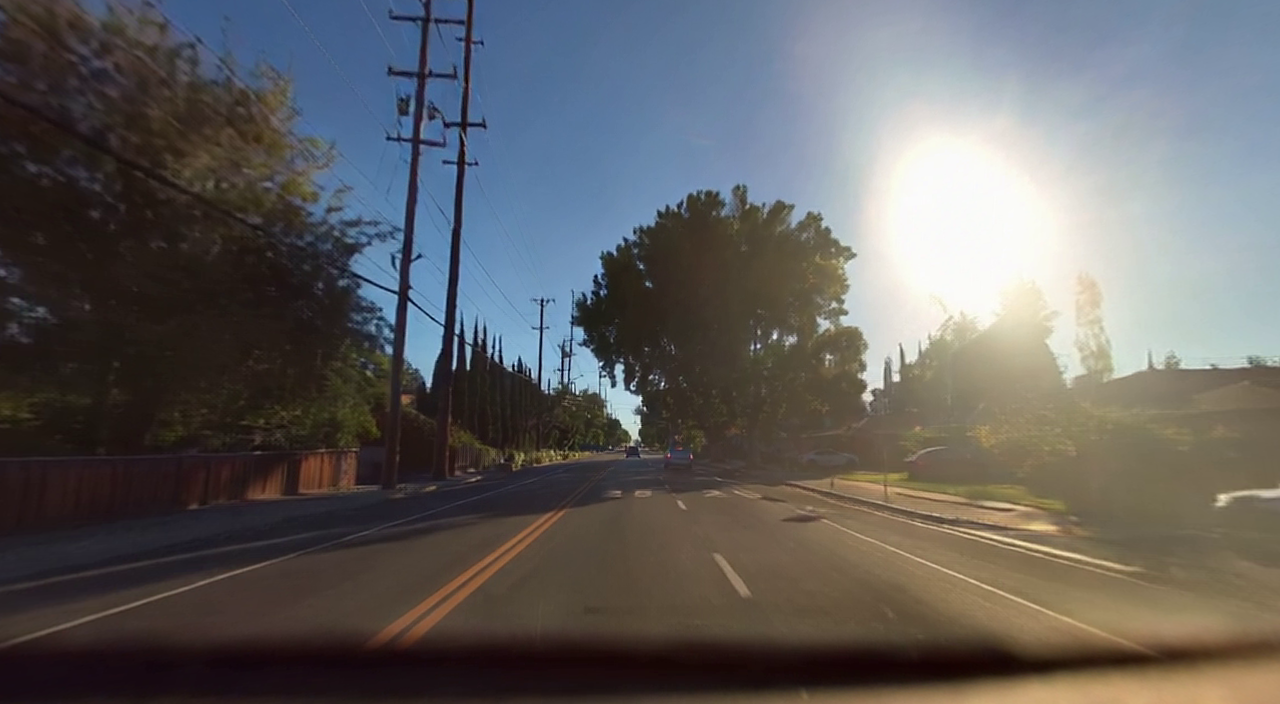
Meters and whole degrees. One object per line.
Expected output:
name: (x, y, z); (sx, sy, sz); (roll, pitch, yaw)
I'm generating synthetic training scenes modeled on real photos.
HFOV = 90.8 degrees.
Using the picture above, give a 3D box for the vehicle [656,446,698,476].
vehicle: (1.885, 5.660, 33.033); (1.975, 1.497, 3.647); (0, -9, 0)

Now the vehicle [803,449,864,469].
vehicle: (14.352, 7.938, 47.001); (3.838, 1.405, 1.992); (1, -9, -6)
